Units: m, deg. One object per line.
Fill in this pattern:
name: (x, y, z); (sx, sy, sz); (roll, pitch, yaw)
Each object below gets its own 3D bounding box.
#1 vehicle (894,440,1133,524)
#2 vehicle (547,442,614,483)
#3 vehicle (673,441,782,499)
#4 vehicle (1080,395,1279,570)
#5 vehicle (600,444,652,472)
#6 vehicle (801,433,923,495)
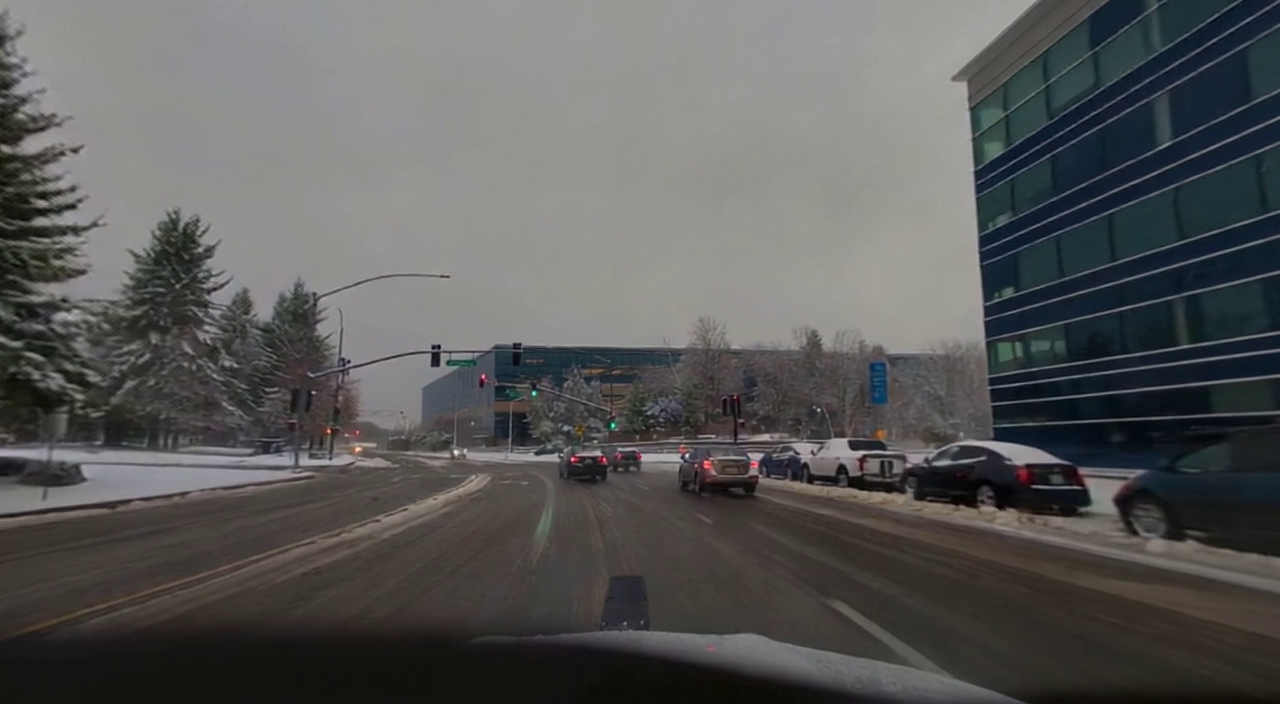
vehicle: (7.470, 2.609, 13.311); (1.903, 1.432, 4.514); (1, -9, -7)
vehicle: (-2.607, 4.594, 26.573); (2.308, 1.535, 4.811); (2, -9, -11)
vehicle: (2.369, 3.358, 18.386); (1.984, 1.476, 4.488); (1, -9, -8)
vehicle: (7.845, 1.440, 7.054); (2.197, 1.832, 4.762); (0, -9, -3)
vehicle: (-0.896, 6.029, 36.097); (1.957, 1.463, 4.701); (2, -9, -14)
vehicle: (6.595, 3.366, 19.272); (1.825, 1.646, 4.070); (1, -9, -7)
